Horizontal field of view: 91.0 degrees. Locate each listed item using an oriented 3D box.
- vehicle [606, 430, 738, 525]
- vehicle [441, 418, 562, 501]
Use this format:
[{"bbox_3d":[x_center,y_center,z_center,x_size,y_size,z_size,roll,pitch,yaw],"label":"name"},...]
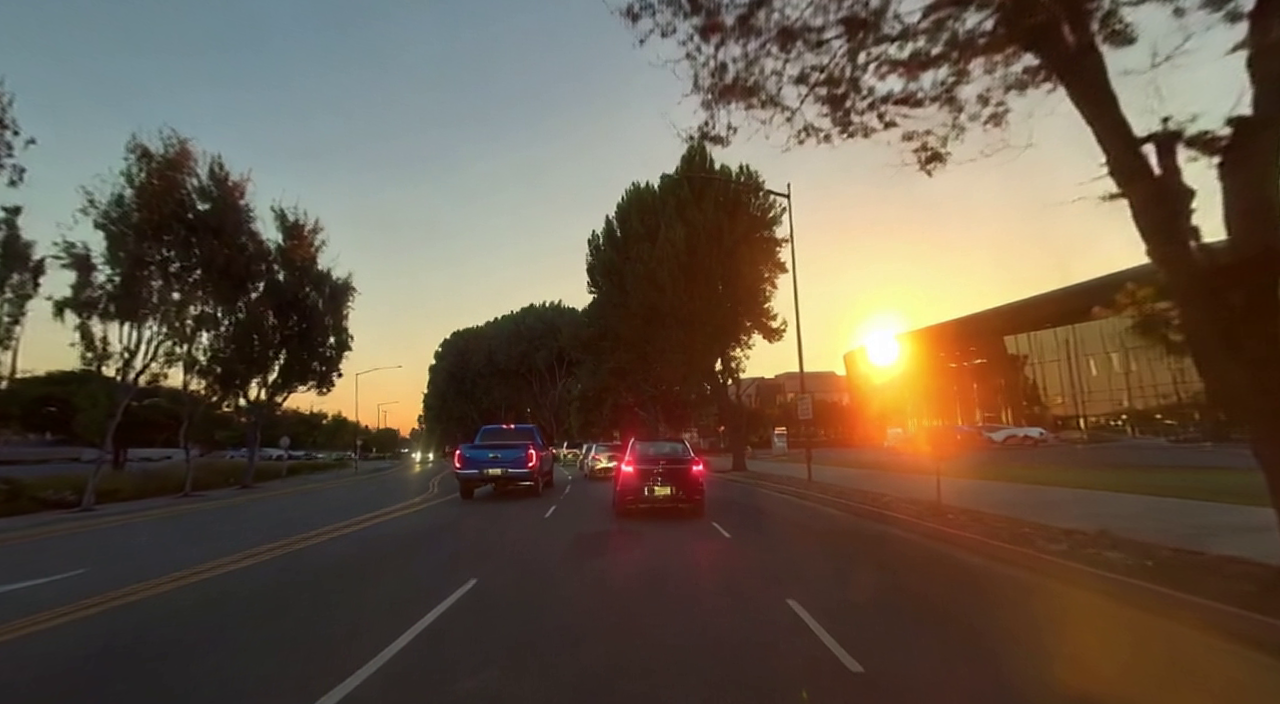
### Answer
[{"bbox_3d":[0.416,2.352,12.335,2.142,1.528,4.133,0,-9,-3],"label":"vehicle"},{"bbox_3d":[-3.721,3.040,18.191,2.512,1.992,5.725,0,-9,-3],"label":"vehicle"}]
